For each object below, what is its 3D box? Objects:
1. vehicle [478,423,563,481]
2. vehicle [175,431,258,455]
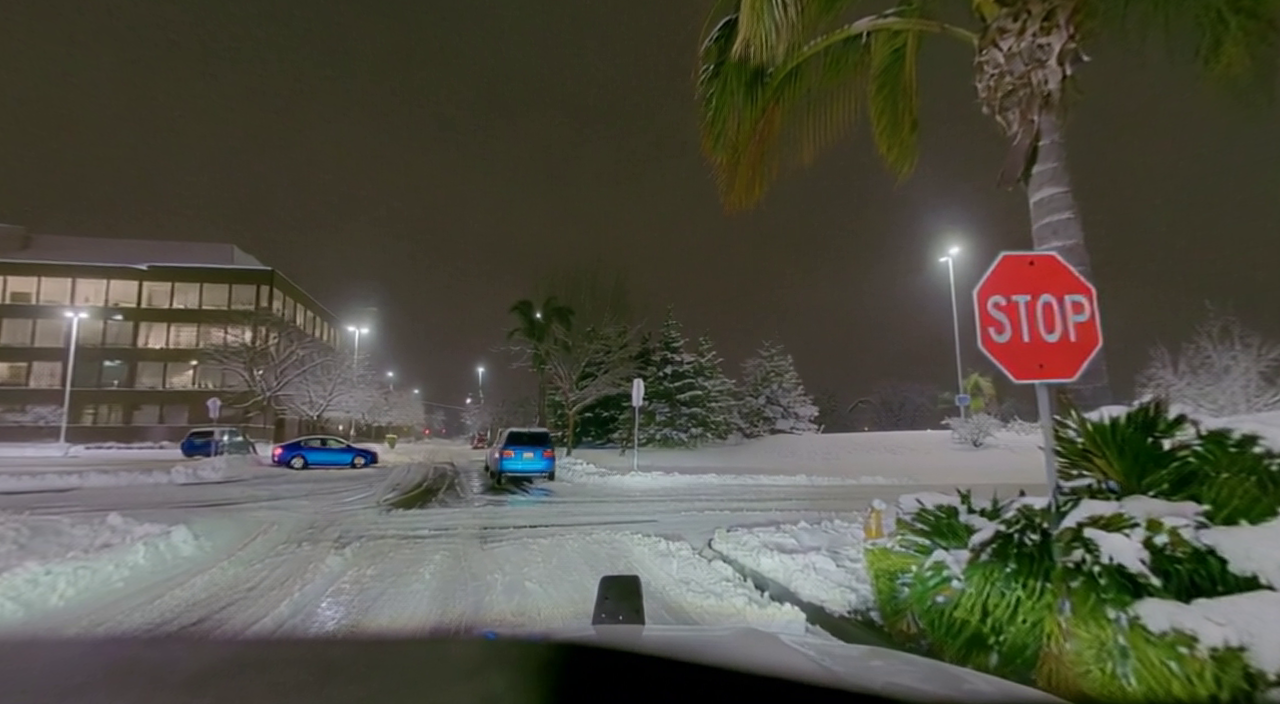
[{"bbox_3d":[-4.060,3.290,20.926,2.071,1.700,4.367,3,-9,-19],"label":"vehicle"},{"bbox_3d":[-28.412,6.136,42.558,4.457,1.552,1.748,5,-10,-32],"label":"vehicle"}]
